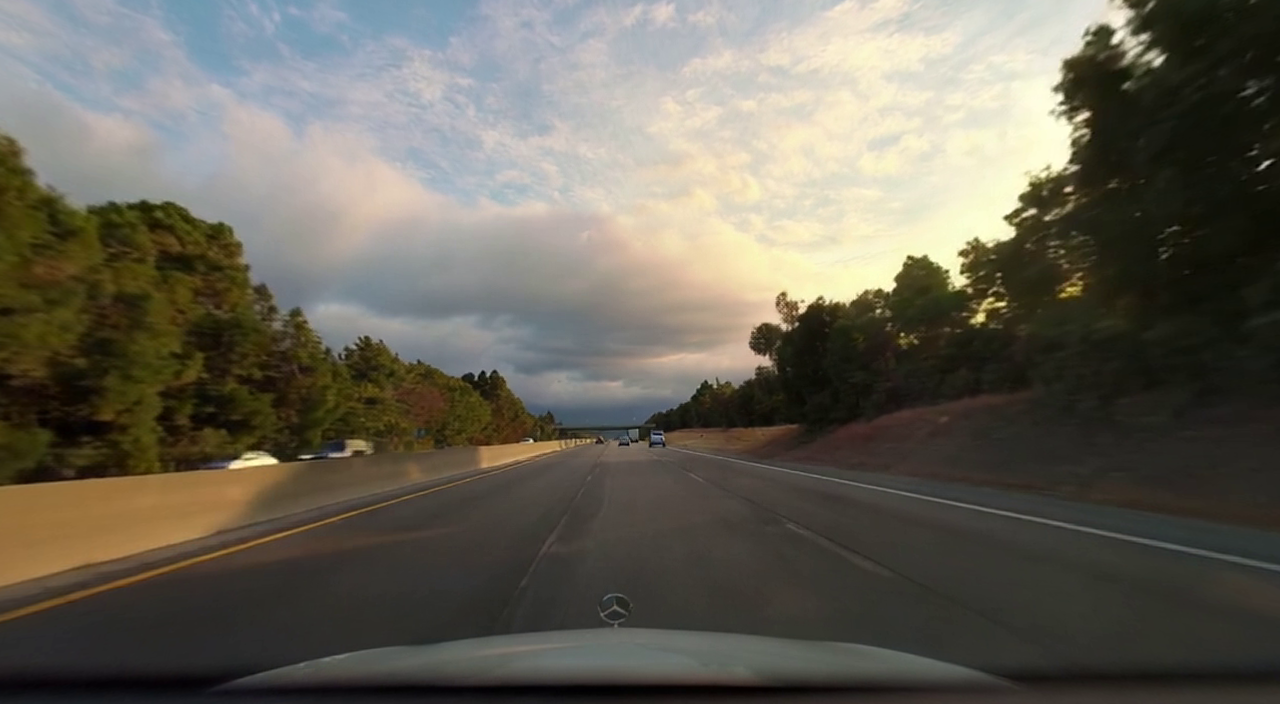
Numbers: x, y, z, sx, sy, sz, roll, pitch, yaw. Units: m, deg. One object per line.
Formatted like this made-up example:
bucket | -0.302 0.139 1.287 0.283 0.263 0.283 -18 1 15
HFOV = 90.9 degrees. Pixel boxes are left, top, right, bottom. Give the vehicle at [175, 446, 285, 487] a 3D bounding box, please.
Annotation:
vehicle | -16.783 4.682 26.092 1.844 1.456 4.265 0 -8 -3

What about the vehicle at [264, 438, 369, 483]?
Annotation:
vehicle | -12.094 4.047 23.953 1.886 1.527 4.215 0 -8 -2
